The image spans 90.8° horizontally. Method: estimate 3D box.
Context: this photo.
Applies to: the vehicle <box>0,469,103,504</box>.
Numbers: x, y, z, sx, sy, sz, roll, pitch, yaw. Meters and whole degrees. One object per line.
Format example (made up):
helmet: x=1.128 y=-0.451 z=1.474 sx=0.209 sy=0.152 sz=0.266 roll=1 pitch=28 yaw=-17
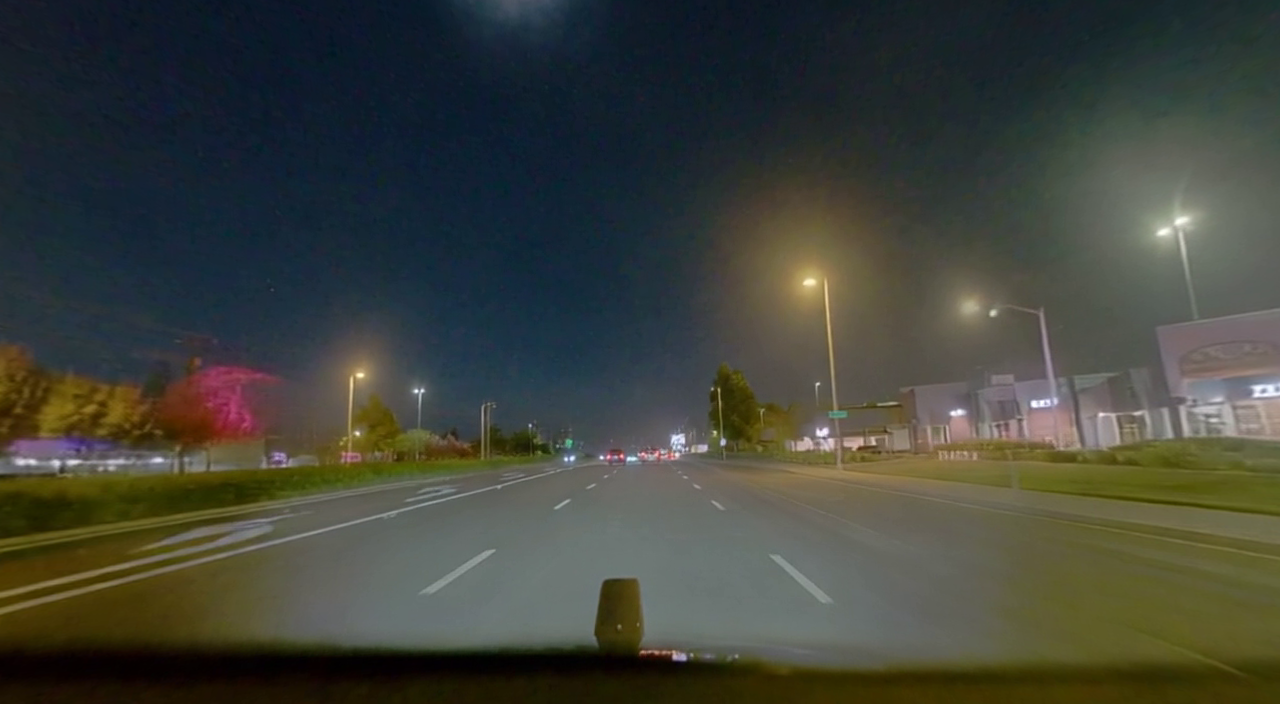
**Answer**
vehicle: x=-28.952 y=6.469 z=30.685 sx=1.882 sy=1.401 sz=4.476 roll=0 pitch=-9 yaw=-2
